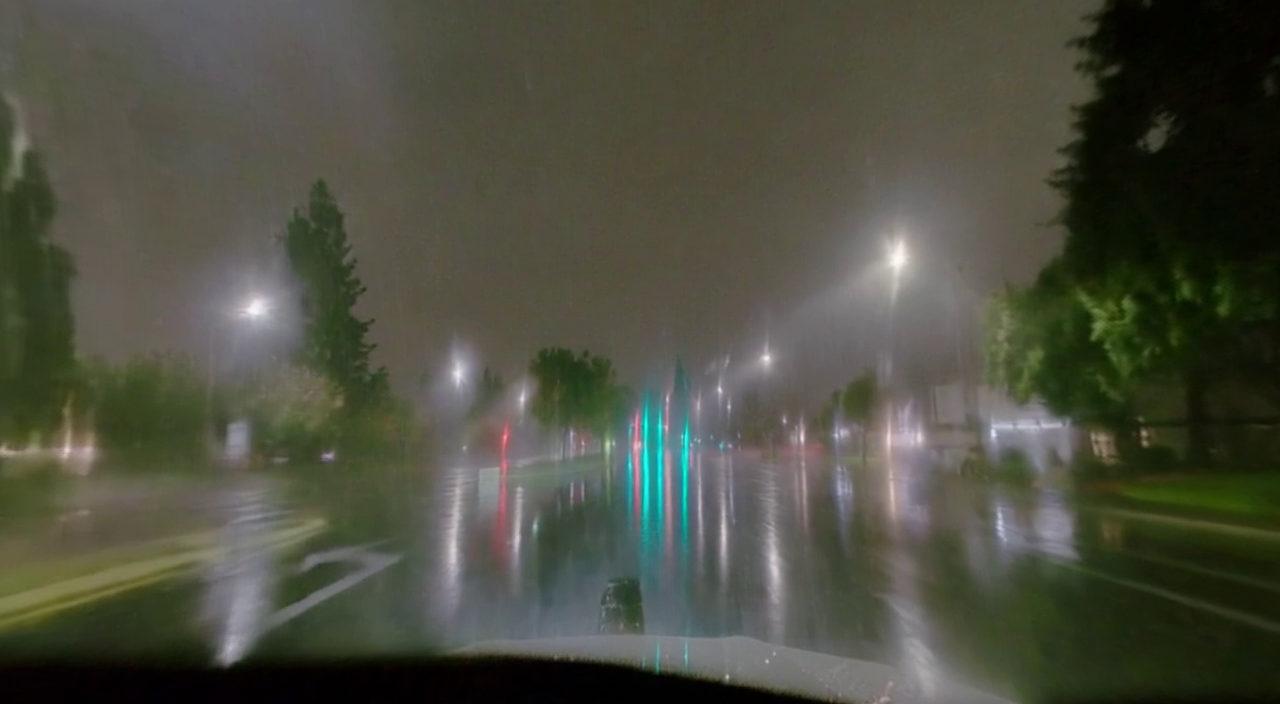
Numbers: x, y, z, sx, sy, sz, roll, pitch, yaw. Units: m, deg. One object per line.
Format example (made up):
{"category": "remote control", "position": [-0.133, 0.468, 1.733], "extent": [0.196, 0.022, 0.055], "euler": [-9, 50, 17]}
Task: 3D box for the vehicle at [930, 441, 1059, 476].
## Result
{"category": "vehicle", "position": [15.892, 4.800, 28.526], "extent": [4.592, 1.472, 2.009], "euler": [0, -9, -1]}
